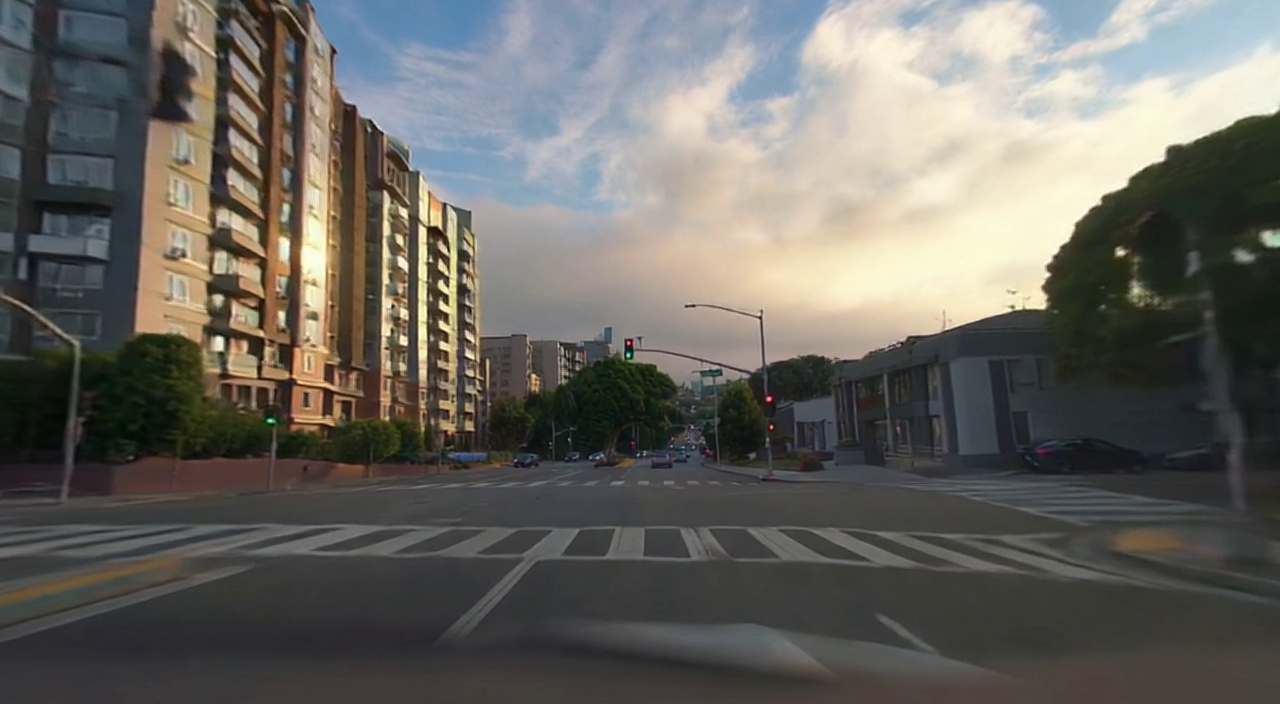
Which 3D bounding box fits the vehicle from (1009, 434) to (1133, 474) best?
[{"bbox_3d":[18.555,4.404,27.266,4.009,1.620,1.882,0,-9,-4],"label":"vehicle"}]
